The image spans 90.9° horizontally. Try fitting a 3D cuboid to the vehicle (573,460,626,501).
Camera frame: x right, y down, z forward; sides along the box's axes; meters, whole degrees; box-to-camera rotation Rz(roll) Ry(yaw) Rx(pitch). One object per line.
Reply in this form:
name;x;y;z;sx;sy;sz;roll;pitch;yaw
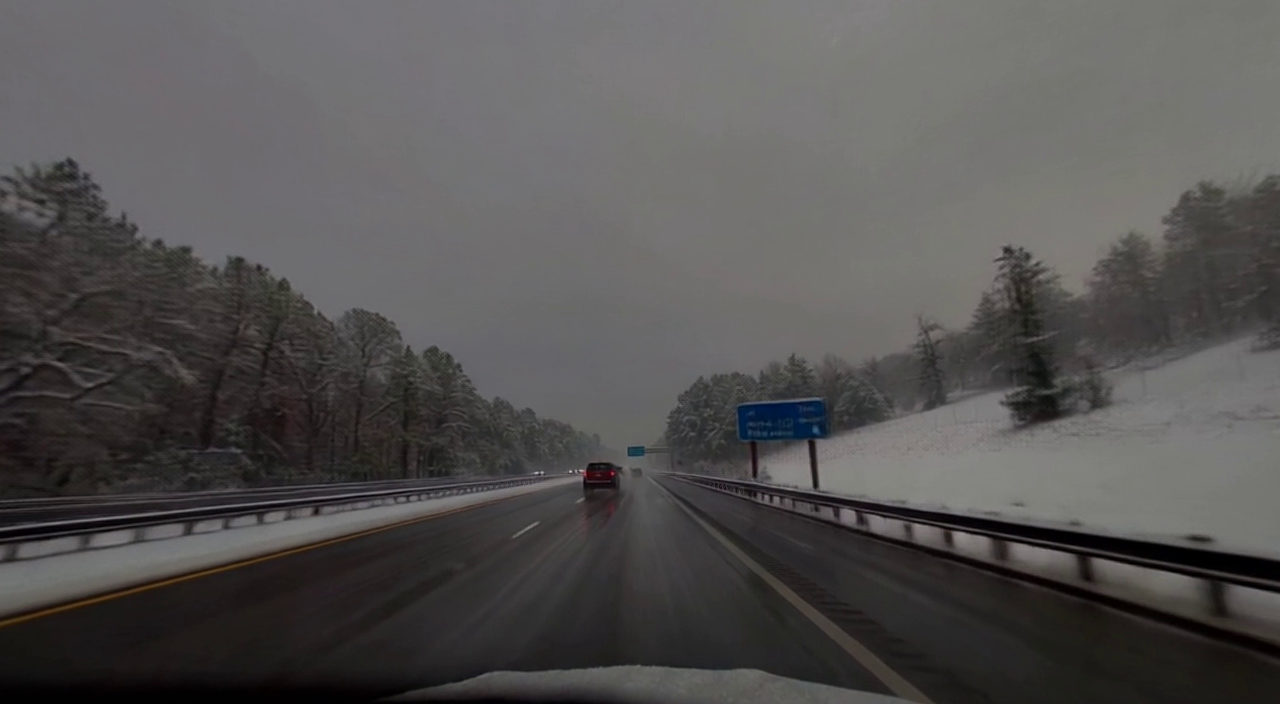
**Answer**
vehicle;-1.753;5.838;28.882;2.107;1.668;4.554;1;-11;0
